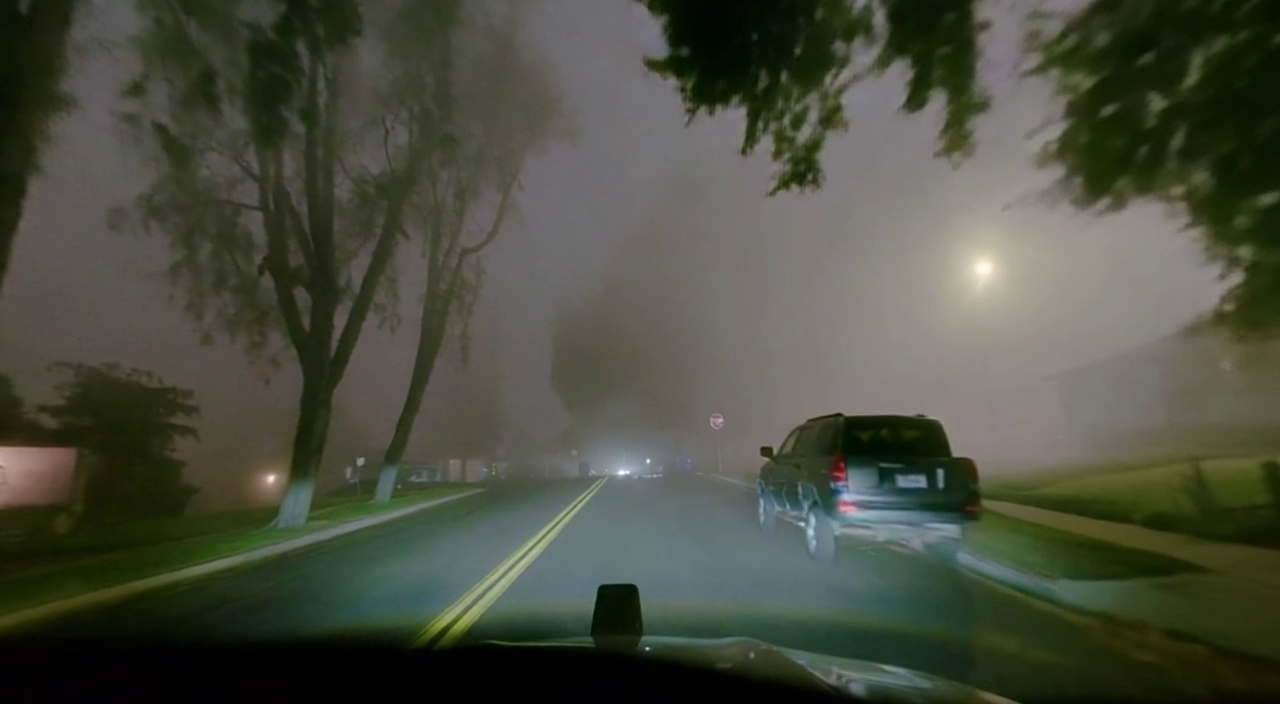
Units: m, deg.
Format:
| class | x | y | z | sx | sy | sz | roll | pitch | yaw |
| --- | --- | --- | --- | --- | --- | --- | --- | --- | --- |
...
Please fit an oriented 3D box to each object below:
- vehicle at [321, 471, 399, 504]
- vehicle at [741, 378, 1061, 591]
| class | x | y | z | sx | sy | sz | roll | pitch | yaw |
| --- | --- | --- | --- | --- | --- | --- | --- | --- | --- |
| vehicle | -18.460 | 8.929 | 41.642 | 4.274 | 1.626 | 2.093 | -7 | -10 | 10 |
| vehicle | 2.715 | 1.538 | 8.014 | 2.109 | 1.875 | 4.488 | -1 | -9 | 0 |
